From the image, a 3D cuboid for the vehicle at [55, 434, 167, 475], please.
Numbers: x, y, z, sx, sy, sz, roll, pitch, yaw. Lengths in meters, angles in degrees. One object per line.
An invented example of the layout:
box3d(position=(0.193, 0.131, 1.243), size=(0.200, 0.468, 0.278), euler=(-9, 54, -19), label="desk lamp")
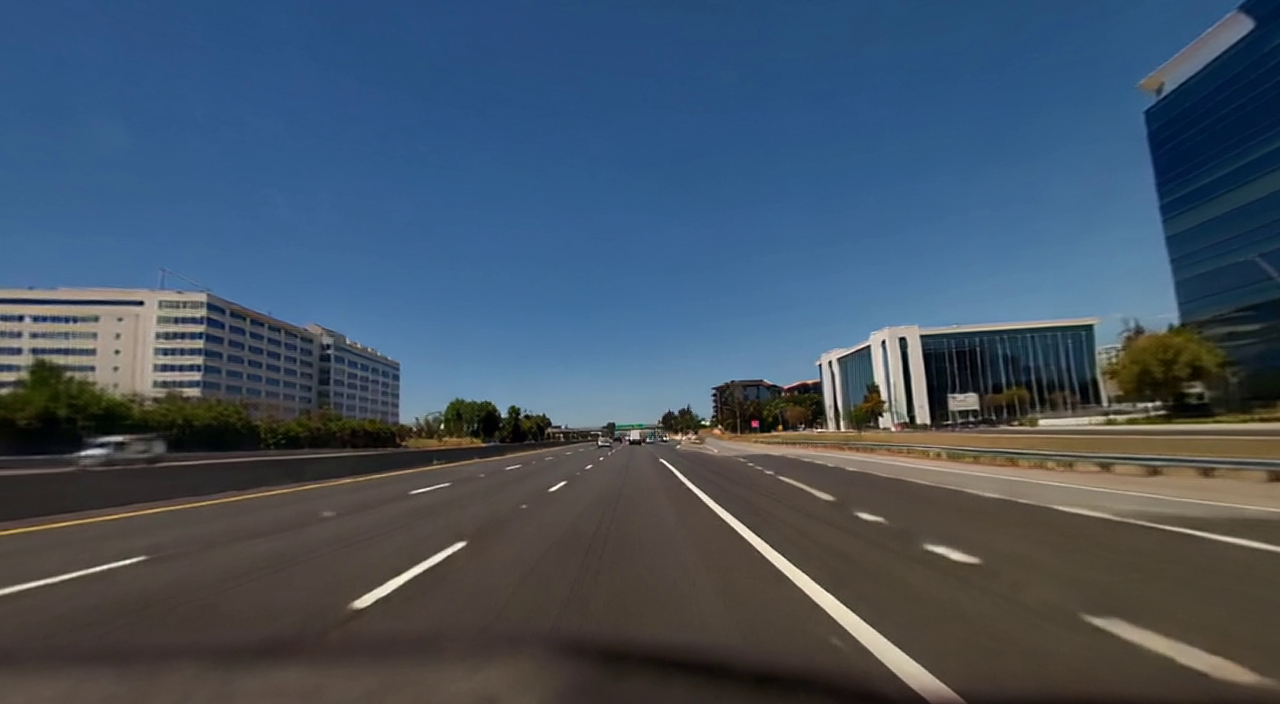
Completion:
box3d(position=(-38.438, 7.437, 45.984), size=(2.397, 2.758, 6.485), euler=(0, -8, 1), label="vehicle")
